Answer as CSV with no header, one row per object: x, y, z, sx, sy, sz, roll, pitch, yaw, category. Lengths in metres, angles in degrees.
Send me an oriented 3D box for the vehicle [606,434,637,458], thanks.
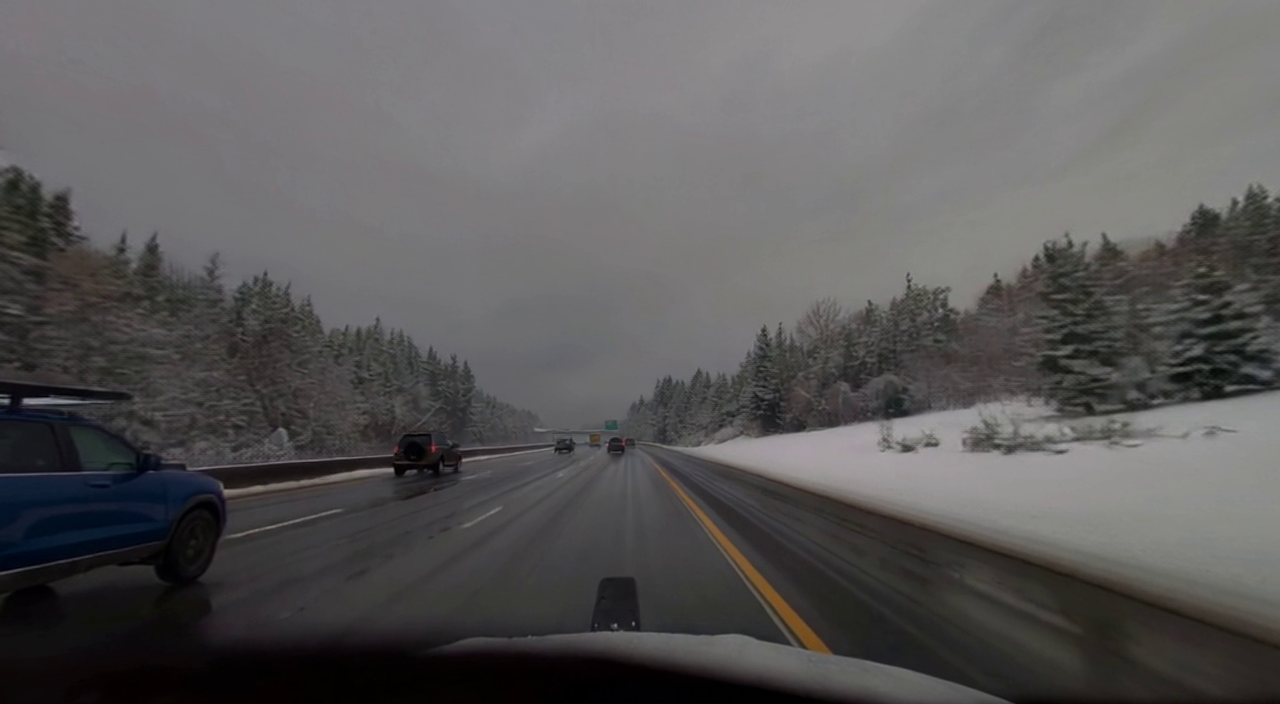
-1.302,6.846,46.173,2.178,1.658,3.916,0,-8,-1,vehicle

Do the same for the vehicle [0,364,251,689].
-4.513,0.937,3.285,2.069,1.748,4.652,0,-8,-1,vehicle

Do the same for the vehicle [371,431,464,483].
-8.209,3.878,23.685,1.964,1.745,4.338,0,-8,-1,vehicle
